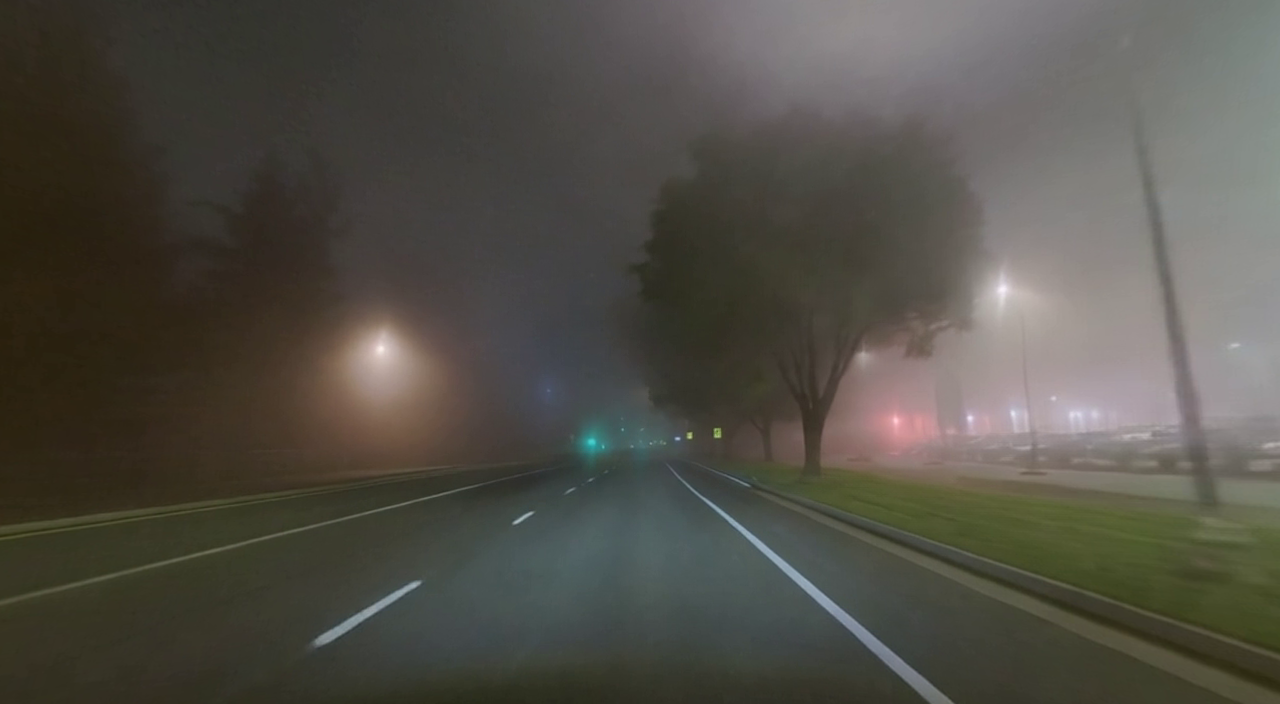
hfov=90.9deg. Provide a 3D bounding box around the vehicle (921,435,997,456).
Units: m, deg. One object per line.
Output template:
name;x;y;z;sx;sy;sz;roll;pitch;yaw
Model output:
vehicle;22.261;6.519;44.086;4.271;1.424;1.941;0;-8;1
